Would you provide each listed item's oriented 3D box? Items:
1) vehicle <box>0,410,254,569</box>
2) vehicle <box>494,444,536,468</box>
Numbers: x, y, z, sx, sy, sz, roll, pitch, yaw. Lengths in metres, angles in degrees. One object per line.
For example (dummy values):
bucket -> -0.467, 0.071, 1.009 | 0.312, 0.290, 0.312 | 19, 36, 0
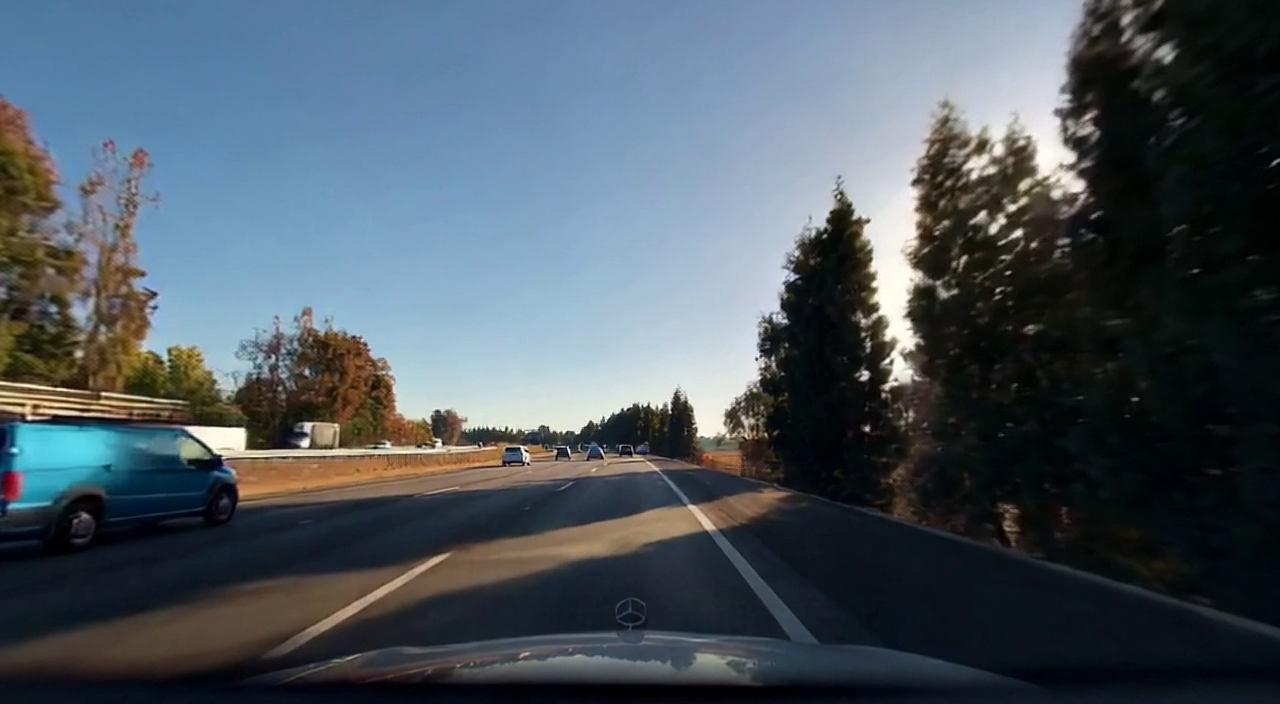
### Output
vehicle -> -8.190, 1.865, 9.186 | 2.093, 1.752, 4.771 | 0, -9, 0
vehicle -> -8.339, 6.991, 42.495 | 1.958, 1.499, 4.437 | 0, -9, 0
